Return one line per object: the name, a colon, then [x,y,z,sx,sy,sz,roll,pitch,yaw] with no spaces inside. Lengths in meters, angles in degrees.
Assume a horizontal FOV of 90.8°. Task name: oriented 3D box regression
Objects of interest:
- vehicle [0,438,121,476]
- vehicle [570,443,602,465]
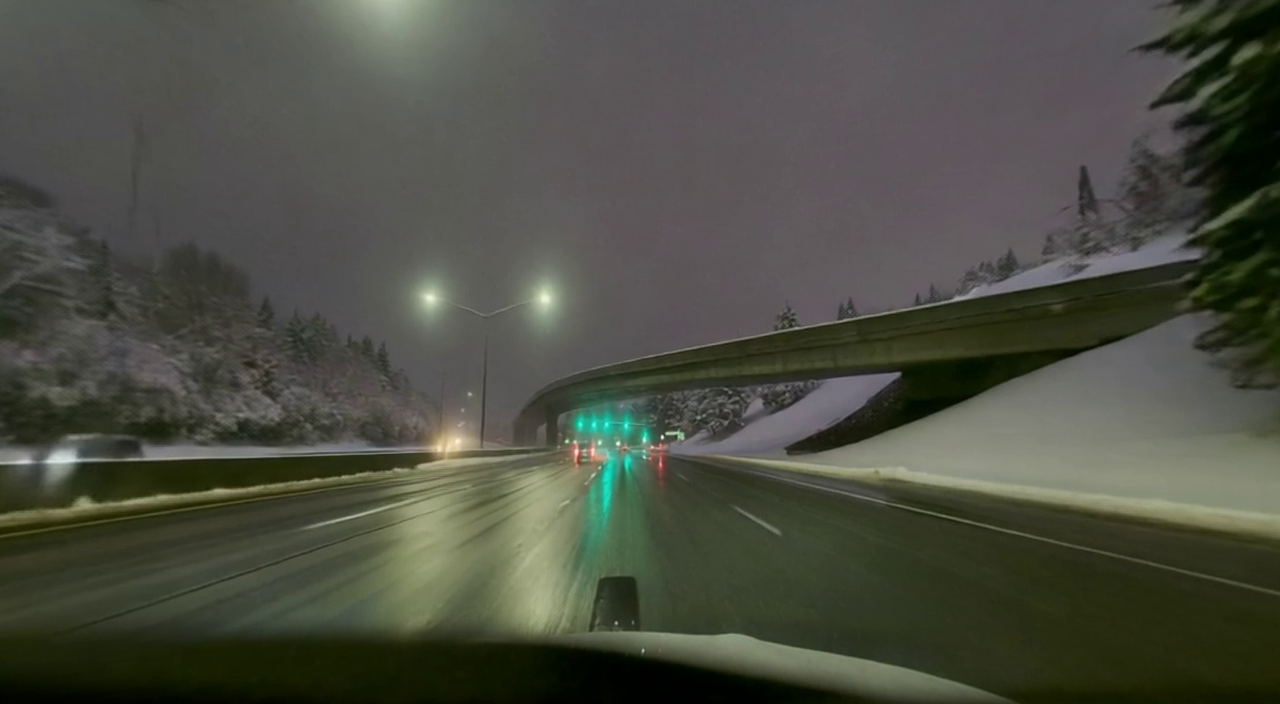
vehicle: [-24.620,4.389,26.630,1.889,1.472,4.455,0,-8,-4]
vehicle: [-3.915,7.522,46.741,2.037,1.514,4.335,0,-8,-1]
